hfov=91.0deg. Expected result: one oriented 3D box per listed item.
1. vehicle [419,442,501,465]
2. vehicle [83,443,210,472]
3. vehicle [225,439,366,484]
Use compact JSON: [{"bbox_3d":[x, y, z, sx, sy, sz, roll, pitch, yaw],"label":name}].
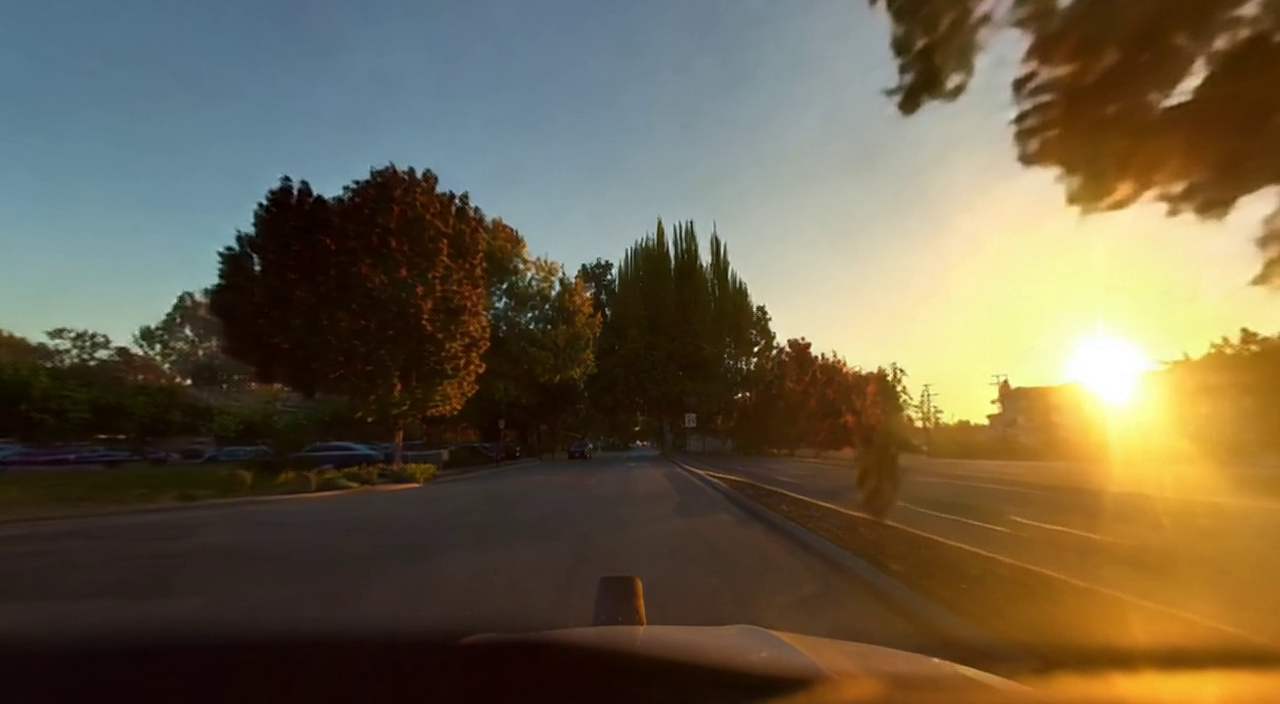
[{"bbox_3d":[-12.930,7.325,45.485,5.300,1.432,1.951,1,-8,-1],"label":"vehicle"},{"bbox_3d":[-26.680,5.693,34.181,5.024,1.494,2.242,0,-7,1],"label":"vehicle"},{"bbox_3d":[-13.670,4.343,25.157,4.422,1.694,2.026,0,-7,1],"label":"vehicle"}]
